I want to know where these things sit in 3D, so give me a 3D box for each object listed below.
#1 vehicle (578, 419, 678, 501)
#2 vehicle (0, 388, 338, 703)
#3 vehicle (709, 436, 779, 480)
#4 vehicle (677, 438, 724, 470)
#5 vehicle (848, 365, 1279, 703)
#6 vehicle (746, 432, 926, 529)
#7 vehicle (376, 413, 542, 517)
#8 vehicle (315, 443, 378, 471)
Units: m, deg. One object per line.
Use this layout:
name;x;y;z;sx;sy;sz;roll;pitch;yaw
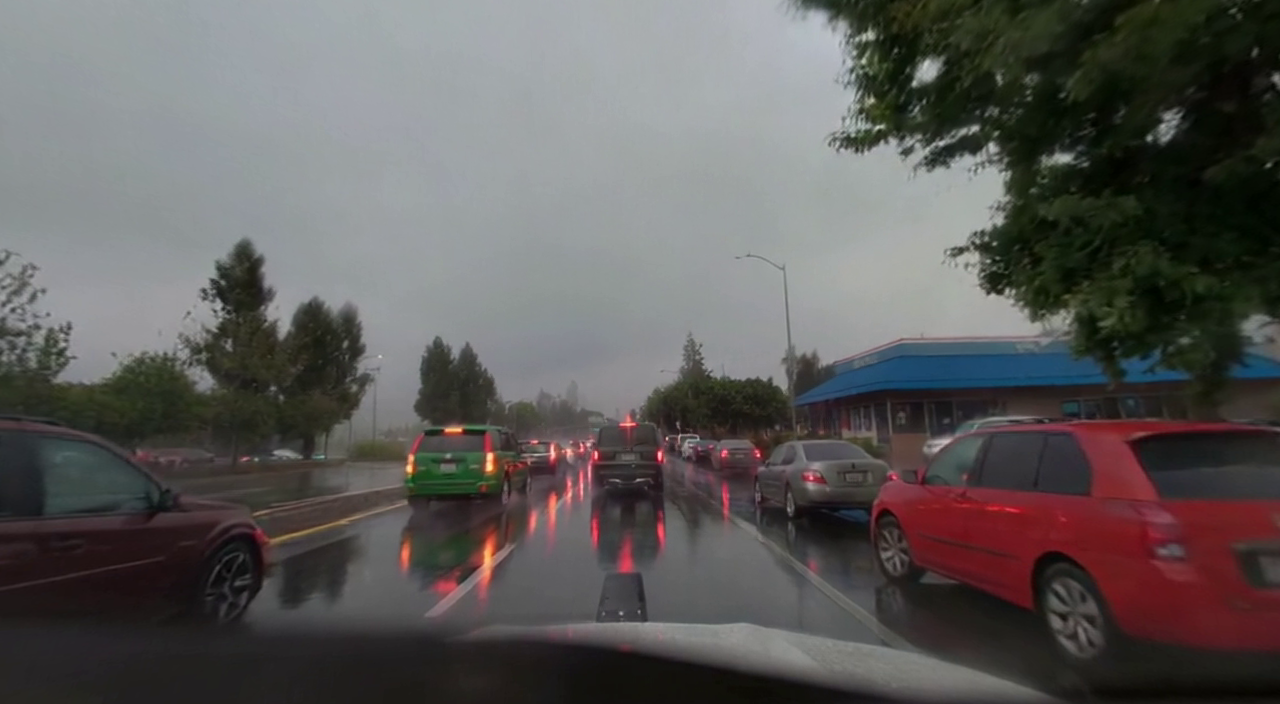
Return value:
vehicle;-0.316;2.744;16.379;2.238;1.825;4.190;0;-9;-1
vehicle;-3.703;1.021;3.299;2.051;1.522;4.509;0;-9;-1
vehicle;3.895;4.052;24.327;1.875;1.521;4.192;0;-9;-1
vehicle;3.019;5.168;32.202;1.903;1.529;3.649;0;-9;-2
vehicle;3.434;1.209;5.002;2.047;1.671;4.267;0;-9;-1
vehicle;3.383;2.299;11.912;1.900;1.477;4.352;0;-9;-1
vehicle;-3.625;2.382;13.725;2.231;1.853;4.461;0;-9;1
vehicle;-22.908;8.205;49.621;2.315;2.027;5.720;0;-9;-2
